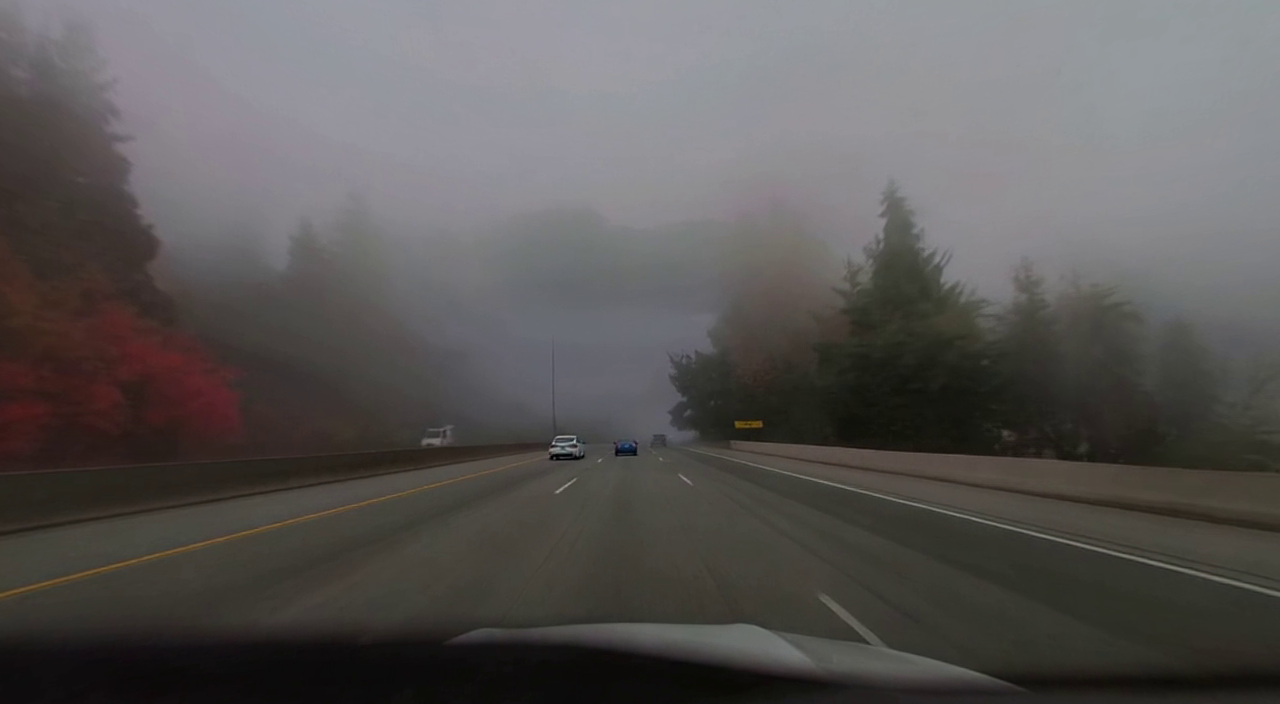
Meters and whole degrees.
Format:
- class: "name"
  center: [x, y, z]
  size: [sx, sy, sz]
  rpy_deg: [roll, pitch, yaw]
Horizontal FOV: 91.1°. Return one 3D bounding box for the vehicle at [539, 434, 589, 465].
- class: "vehicle"
  center: [-3.912, 5.095, 33.187]
  size: [2.103, 1.507, 4.367]
  rpy_deg: [0, -8, 0]
